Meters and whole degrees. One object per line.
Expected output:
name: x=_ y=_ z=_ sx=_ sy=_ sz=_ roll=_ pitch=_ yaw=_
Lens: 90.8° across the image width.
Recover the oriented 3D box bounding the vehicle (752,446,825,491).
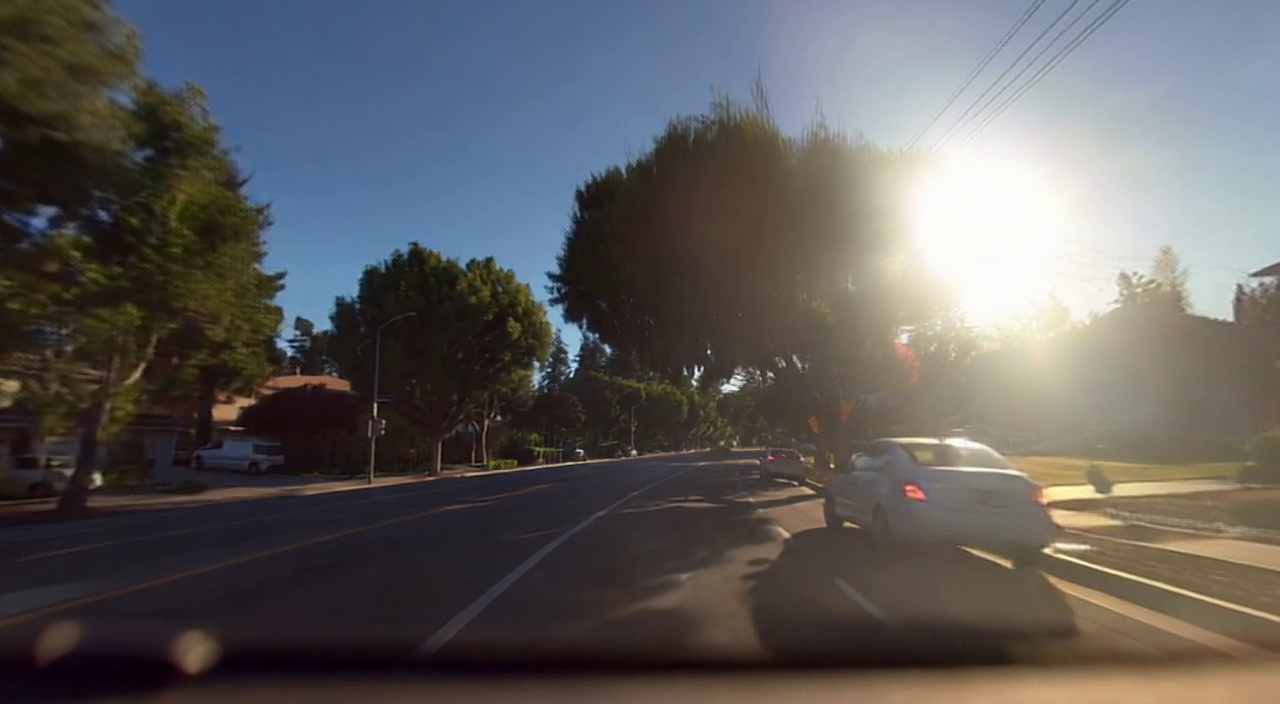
vehicle: x=5.281 y=4.165 z=23.077 sx=1.993 sy=1.457 sz=4.599 roll=-1 pitch=-8 yaw=6

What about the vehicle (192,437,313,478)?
vehicle: x=-20.718 y=5.621 z=33.896 sx=5.134 sy=2.110 sz=2.040 roll=0 pitch=-8 yaw=3

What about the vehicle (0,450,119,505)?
vehicle: x=-19.022 y=3.851 z=19.663 sx=4.284 sy=1.549 sz=1.828 roll=-1 pitch=-8 yaw=9

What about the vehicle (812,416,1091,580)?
vehicle: x=4.042 y=1.931 z=9.235 sx=1.989 sy=1.782 sz=4.351 roll=0 pitch=-8 yaw=3
